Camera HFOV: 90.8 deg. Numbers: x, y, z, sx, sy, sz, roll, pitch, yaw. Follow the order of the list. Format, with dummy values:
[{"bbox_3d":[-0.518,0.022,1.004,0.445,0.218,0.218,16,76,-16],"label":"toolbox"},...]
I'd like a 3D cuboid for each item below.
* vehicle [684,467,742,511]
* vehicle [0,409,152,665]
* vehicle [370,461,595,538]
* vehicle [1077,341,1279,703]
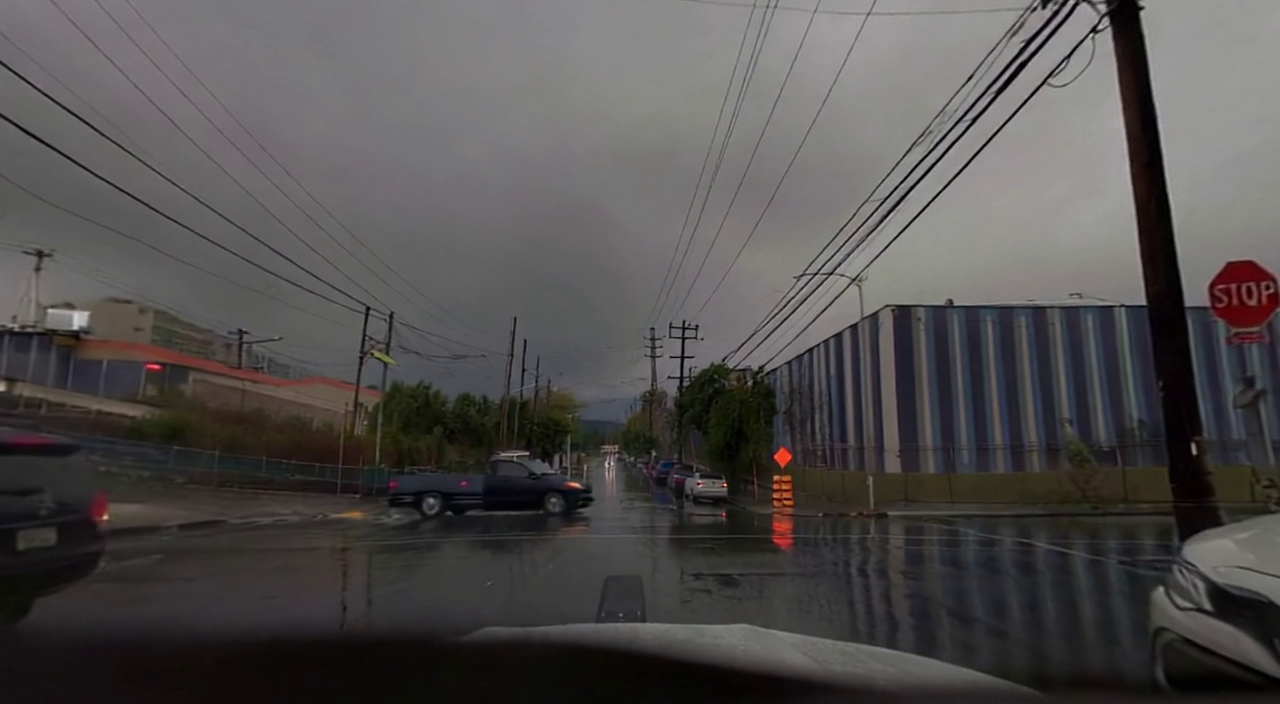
[{"bbox_3d":[3.411,6.506,30.309,2.007,1.804,4.136,1,-8,-4],"label":"vehicle"},{"bbox_3d":[-6.679,1.036,4.114,5.025,1.648,2.055,5,-12,-4],"label":"vehicle"},{"bbox_3d":[-3.289,3.199,14.019,4.549,1.497,1.887,0,-8,-4],"label":"vehicle"},{"bbox_3d":[4.461,0.836,2.194,4.416,1.750,2.011,0,-8,-4],"label":"vehicle"}]
